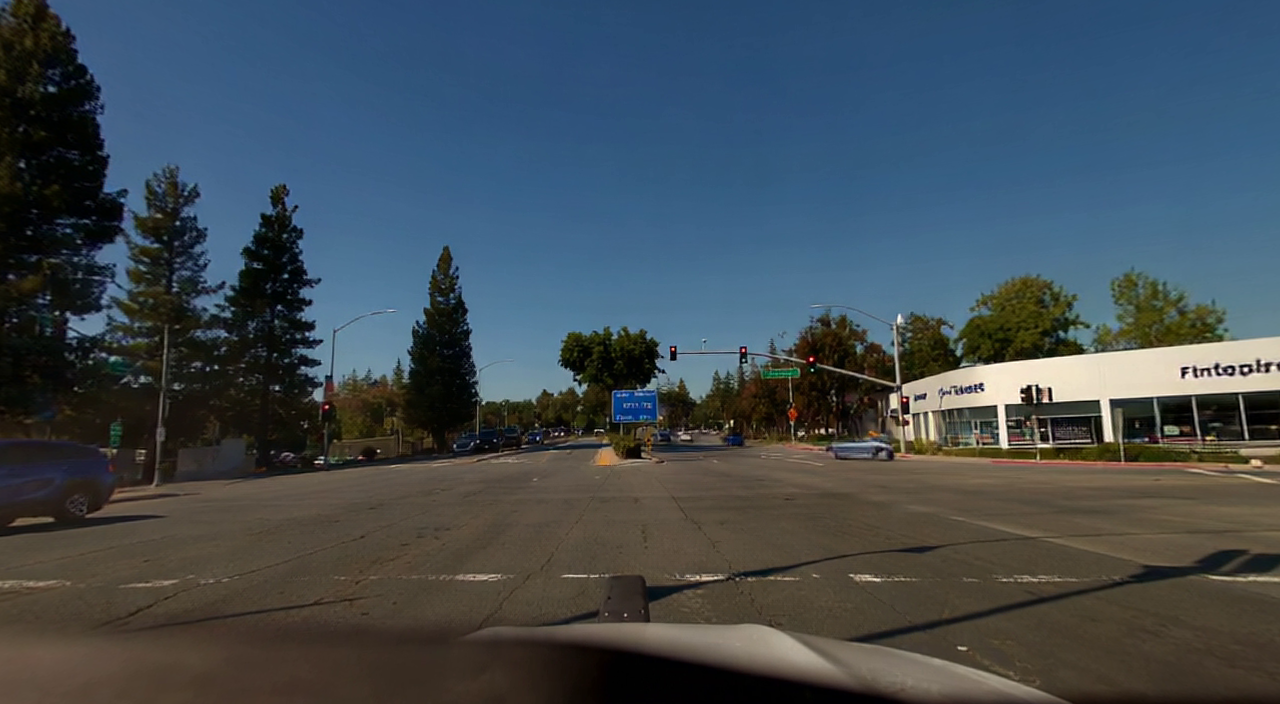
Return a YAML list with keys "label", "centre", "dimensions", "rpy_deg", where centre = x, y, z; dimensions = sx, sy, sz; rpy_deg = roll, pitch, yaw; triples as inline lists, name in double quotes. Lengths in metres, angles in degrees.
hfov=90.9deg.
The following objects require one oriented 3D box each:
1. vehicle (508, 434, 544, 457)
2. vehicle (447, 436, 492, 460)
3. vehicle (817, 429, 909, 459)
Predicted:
- label: "vehicle"
  centre: [-8.073, 6.669, 45.078]
  dimensions: [1.920, 1.546, 4.086]
  rpy_deg: [0, -9, -1]
- label: "vehicle"
  centre: [-11.765, 6.681, 43.880]
  dimensions: [2.111, 1.499, 4.371]
  rpy_deg: [0, -9, -3]
- label: "vehicle"
  centre: [13.029, 5.418, 37.125]
  dimensions: [1.936, 1.664, 4.667]
  rpy_deg: [8, -12, -43]
